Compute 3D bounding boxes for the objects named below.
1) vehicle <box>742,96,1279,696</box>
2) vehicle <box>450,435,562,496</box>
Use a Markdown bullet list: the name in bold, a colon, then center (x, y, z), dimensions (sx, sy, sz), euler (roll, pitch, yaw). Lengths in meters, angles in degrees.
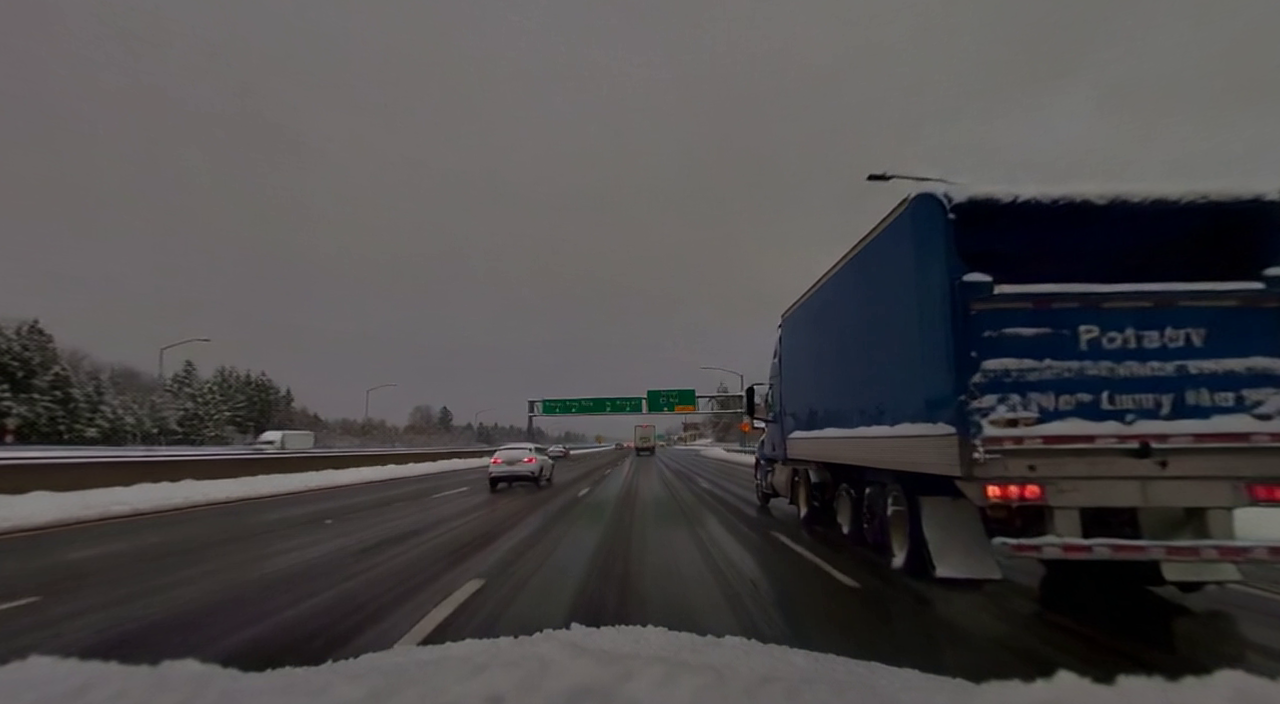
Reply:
- **vehicle**: center (3.852, 0.916, 8.796), dimensions (3.049, 3.395, 10.595), euler (0, -9, 0)
- **vehicle**: center (-3.727, 3.262, 18.502), dimensions (2.143, 1.529, 4.918), euler (0, -9, 1)
